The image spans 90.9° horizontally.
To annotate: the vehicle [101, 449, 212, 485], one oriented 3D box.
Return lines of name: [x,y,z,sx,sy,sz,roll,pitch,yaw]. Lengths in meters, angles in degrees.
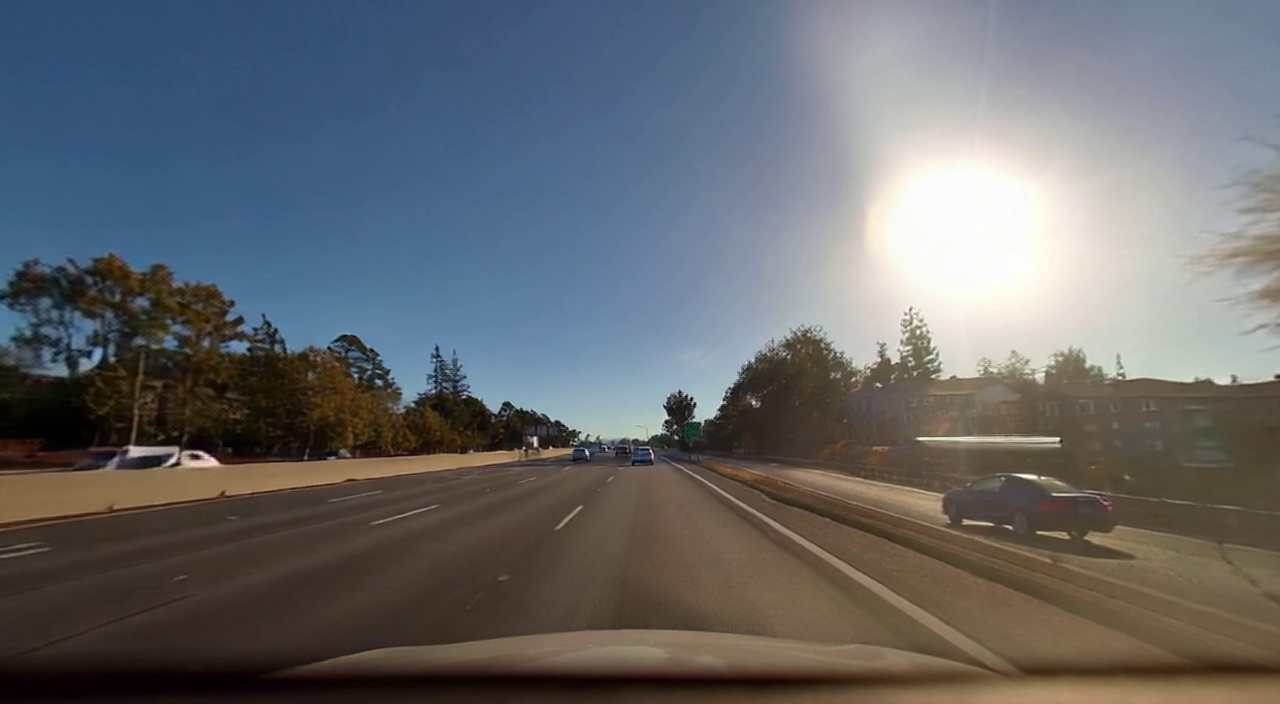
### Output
vehicle: [-23.049,5.480,30.329,1.823,1.517,4.379,0,-8,0]

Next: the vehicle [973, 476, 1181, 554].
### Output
vehicle: [14.726,5.468,21.898,2.599,1.962,5.759,1,-8,-8]

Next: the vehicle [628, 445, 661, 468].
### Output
vehicle: [0.276,6.770,41.116,2.051,1.443,3.770,0,-8,0]
